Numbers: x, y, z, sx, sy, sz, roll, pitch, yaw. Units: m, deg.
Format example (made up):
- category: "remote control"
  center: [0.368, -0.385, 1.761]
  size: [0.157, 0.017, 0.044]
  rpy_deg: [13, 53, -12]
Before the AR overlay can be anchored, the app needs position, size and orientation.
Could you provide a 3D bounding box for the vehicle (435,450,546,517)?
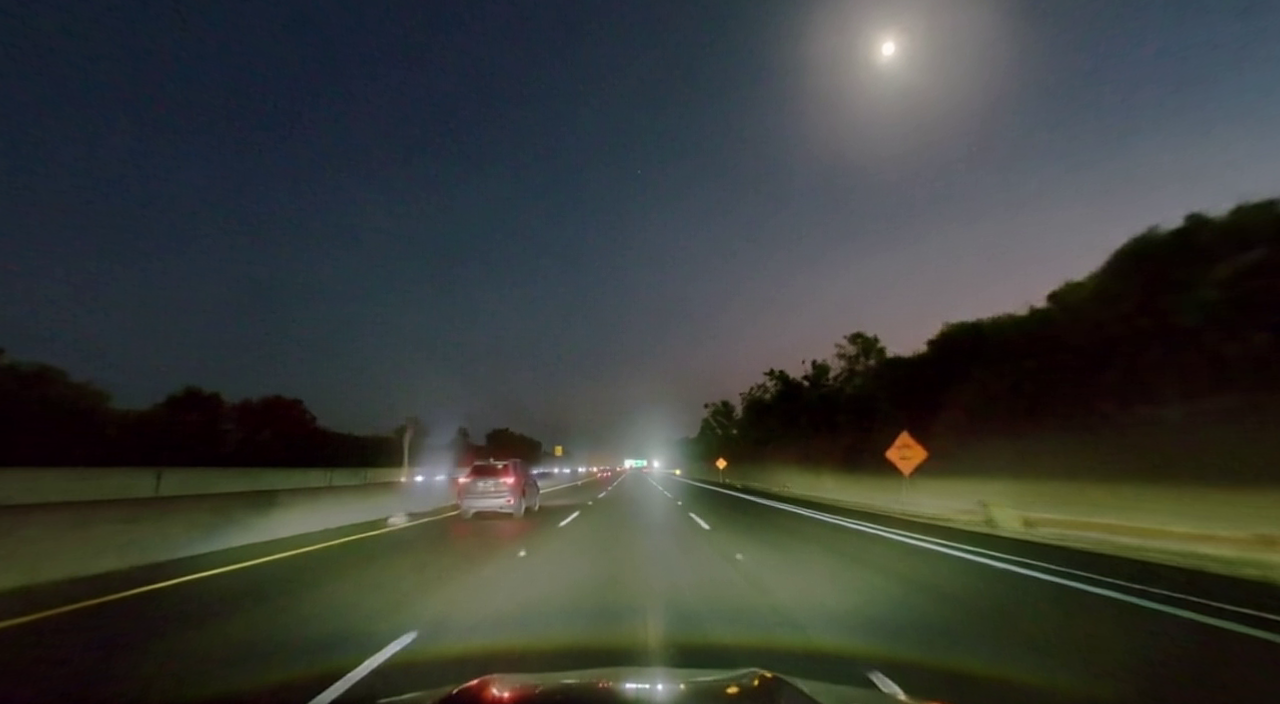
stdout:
- category: "vehicle"
  center: [-4.347, 3.959, 19.238]
  size: [2.178, 1.736, 4.847]
  rpy_deg: [1, -11, 0]
